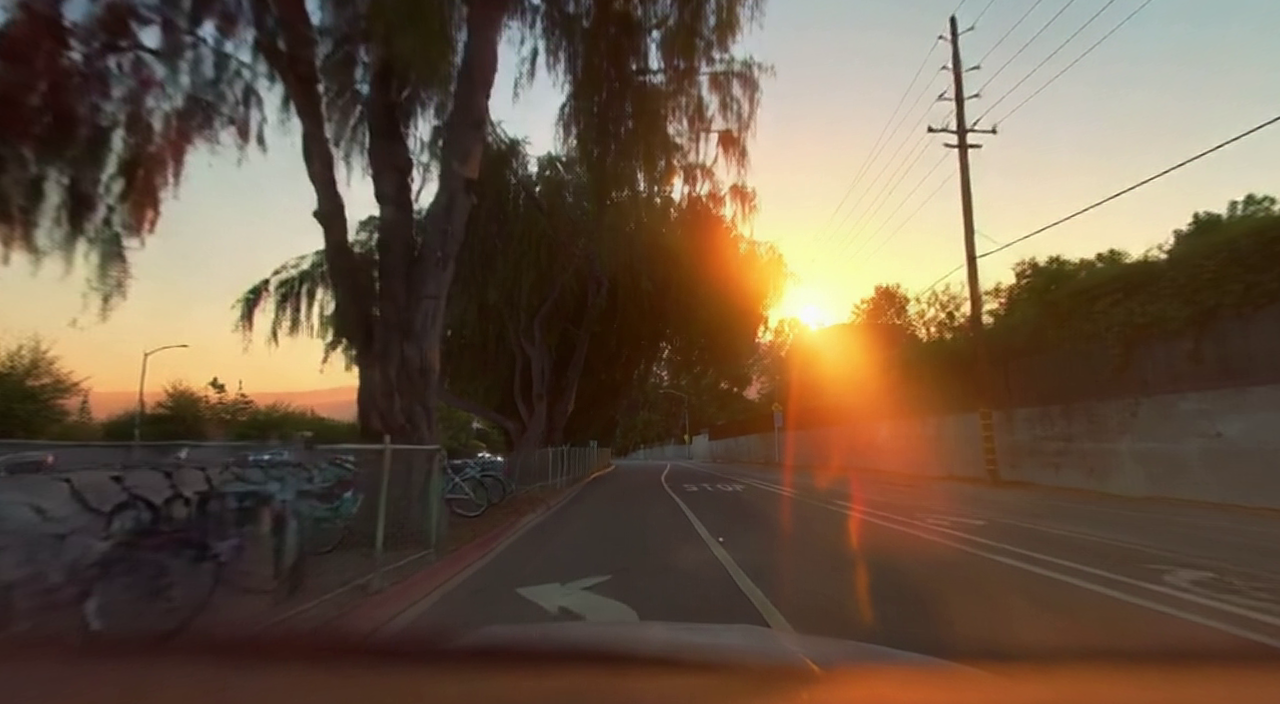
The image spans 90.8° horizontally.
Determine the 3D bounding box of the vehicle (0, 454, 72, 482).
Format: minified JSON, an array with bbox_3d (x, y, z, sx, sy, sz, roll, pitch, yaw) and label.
[{"bbox_3d":[-33.742,6.250,34.067,4.327,1.402,1.757,0,-8,-4],"label":"vehicle"}]
